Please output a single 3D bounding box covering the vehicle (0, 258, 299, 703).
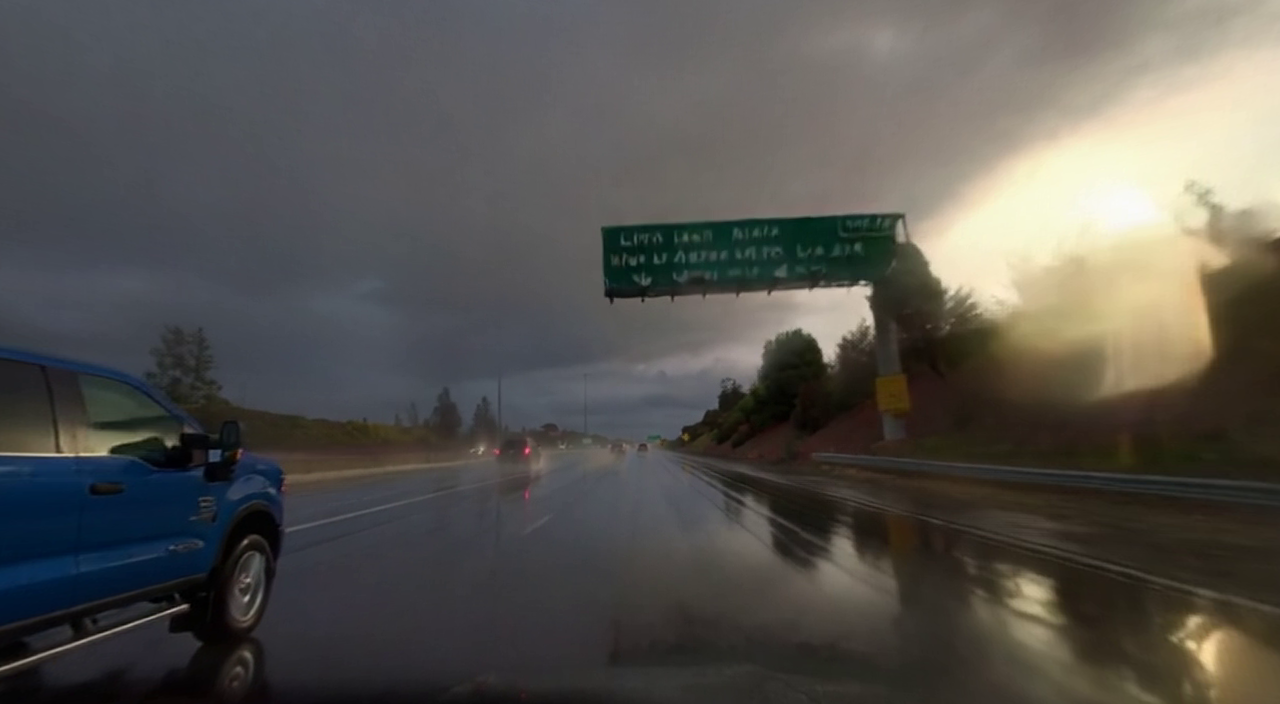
[{"bbox_3d":[-3.690,0.488,1.445,2.339,2.004,6.171,0,-9,0],"label":"vehicle"}]

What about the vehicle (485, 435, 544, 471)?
[{"bbox_3d":[-6.998,5.722,35.824,2.260,1.917,5.499,0,-9,0],"label":"vehicle"}]
